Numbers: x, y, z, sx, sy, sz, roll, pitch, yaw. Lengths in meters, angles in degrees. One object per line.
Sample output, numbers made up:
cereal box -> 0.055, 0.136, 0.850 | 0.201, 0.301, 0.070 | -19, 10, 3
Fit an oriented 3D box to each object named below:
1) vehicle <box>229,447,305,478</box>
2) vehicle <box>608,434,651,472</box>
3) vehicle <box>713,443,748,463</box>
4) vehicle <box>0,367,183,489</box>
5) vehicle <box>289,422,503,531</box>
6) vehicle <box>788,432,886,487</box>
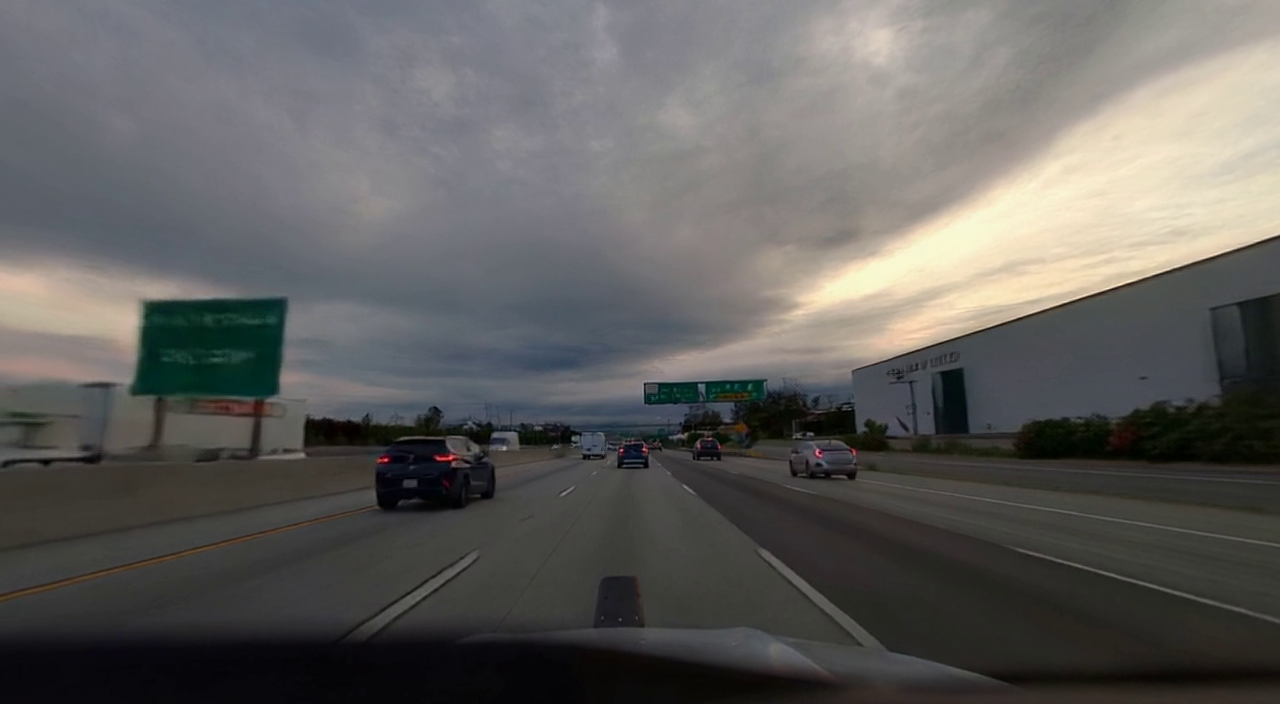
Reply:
vehicle -> -17.453, 5.170, 29.716 | 1.540, 1.346, 3.266 | 0, -9, 0
vehicle -> -0.460, 5.091, 31.924 | 2.002, 1.759, 4.658 | 0, -9, 0
vehicle -> 6.672, 7.494, 46.909 | 1.879, 1.428, 4.402 | 0, -9, -1
vehicle -> -21.369, 2.913, 23.264 | 2.997, 3.767, 7.799 | 0, -9, 0
vehicle -> -4.200, 2.238, 11.929 | 2.126, 1.631, 4.643 | 0, -9, 1
vehicle -> 6.551, 3.617, 21.560 | 1.944, 1.666, 4.184 | 0, -9, -1
